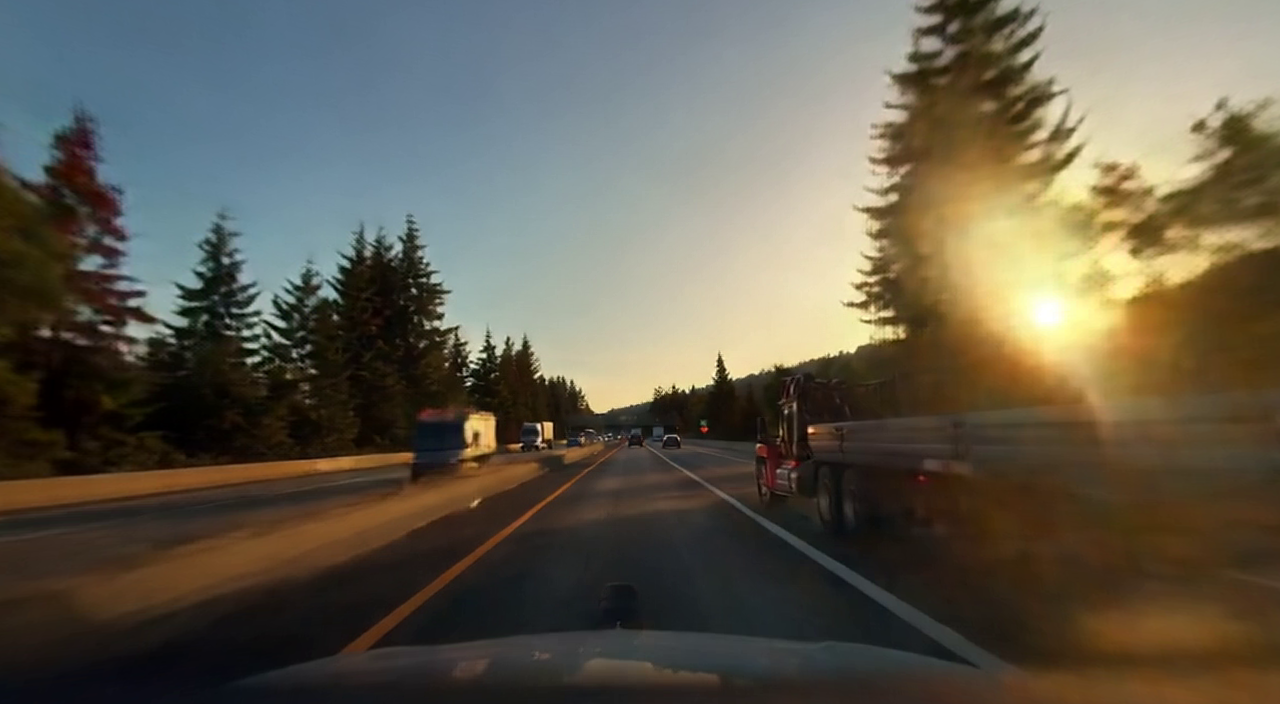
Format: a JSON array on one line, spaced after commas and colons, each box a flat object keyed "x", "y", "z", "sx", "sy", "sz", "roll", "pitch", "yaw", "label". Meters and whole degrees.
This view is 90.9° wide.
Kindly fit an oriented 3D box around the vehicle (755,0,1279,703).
[{"x": 3.914, "y": 0.013, "z": 5.273, "sx": 3.038, "sy": 3.975, "sz": 13.887, "roll": 0, "pitch": -8, "yaw": -1, "label": "vehicle"}]

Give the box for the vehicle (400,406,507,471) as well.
[{"x": -7.882, "y": 3.796, "z": 27.698, "sx": 2.478, "sy": 2.469, "sz": 7.439, "roll": 0, "pitch": -8, "yaw": -1, "label": "vehicle"}]
